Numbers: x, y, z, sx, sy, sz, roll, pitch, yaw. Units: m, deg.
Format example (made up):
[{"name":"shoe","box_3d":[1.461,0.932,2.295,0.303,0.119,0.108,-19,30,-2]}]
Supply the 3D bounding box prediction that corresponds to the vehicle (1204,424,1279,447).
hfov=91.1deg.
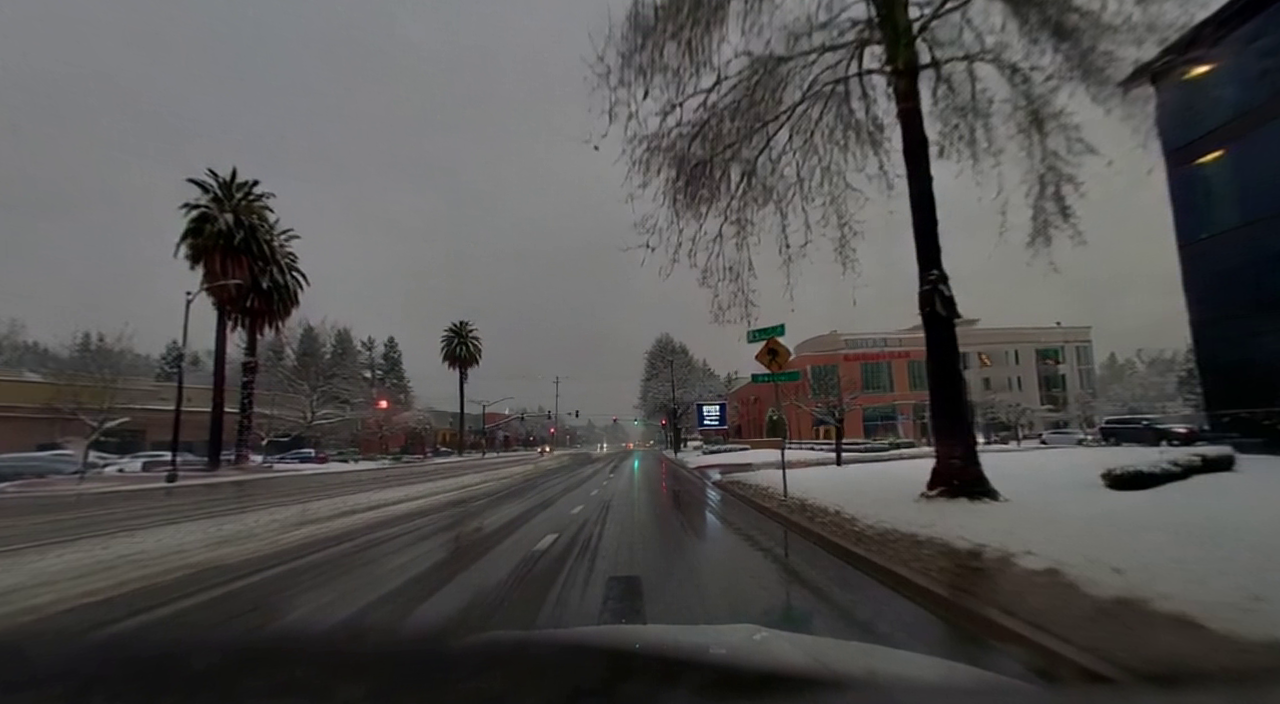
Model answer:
[{"name":"vehicle","box_3d":[45.325,6.210,46.620,4.663,1.553,2.272,-1,-9,-1]}]

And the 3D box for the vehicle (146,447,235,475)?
[{"name":"vehicle","box_3d":[-29.456,7.155,41.229,4.463,1.497,1.889,-4,-9,0]}]

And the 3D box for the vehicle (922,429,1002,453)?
[{"name":"vehicle","box_3d":[25.226,7.014,49.356,5.117,1.813,2.052,0,-8,0]}]

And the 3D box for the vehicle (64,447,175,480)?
[{"name":"vehicle","box_3d":[-29.586,6.356,35.812,4.293,1.529,2.347,-4,-9,0]}]

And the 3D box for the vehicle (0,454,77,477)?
[{"name":"vehicle","box_3d":[-42.855,7.975,44.263,4.490,1.495,1.922,0,-8,2]}]

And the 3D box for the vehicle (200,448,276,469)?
[{"name":"vehicle","box_3d":[-29.813,7.910,46.624,4.310,1.533,1.917,0,-8,2]}]

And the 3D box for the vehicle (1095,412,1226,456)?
[{"name":"vehicle","box_3d":[31.552,4.997,38.223,5.779,2.547,2.437,0,-8,-2]}]
